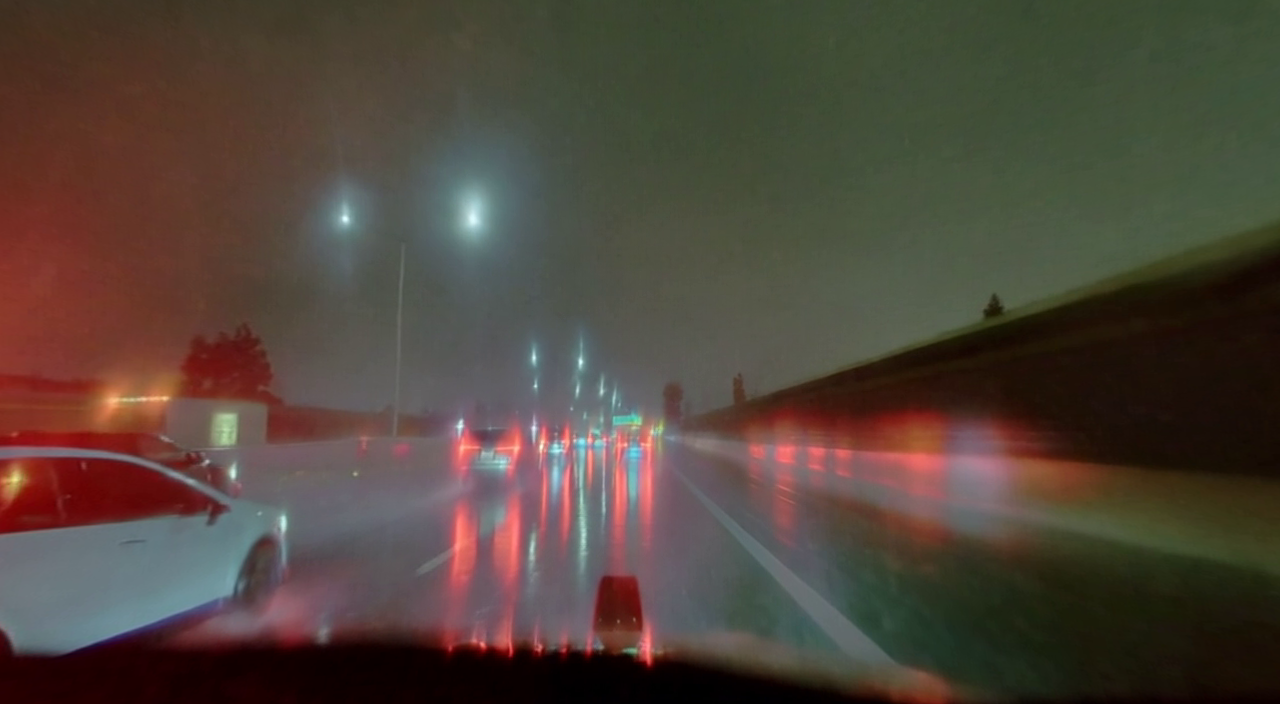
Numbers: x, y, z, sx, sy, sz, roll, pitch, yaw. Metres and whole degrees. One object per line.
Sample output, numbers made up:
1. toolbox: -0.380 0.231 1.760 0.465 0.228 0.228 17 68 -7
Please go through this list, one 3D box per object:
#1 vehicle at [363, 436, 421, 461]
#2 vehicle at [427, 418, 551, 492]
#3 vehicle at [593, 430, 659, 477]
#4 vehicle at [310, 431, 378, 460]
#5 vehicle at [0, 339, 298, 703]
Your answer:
1. vehicle: -15.431 6.008 39.369 1.892 1.467 4.376 0 -8 -1
2. vehicle: -3.859 2.722 17.025 2.154 1.690 4.595 0 -8 1
3. vehicle: -0.470 3.431 21.538 2.070 1.452 3.834 0 -8 -1
4. vehicle: -19.648 6.202 41.998 2.196 1.833 4.749 0 -8 0
5. vehicle: -3.799 0.825 2.835 2.107 1.703 4.274 0 -8 0
